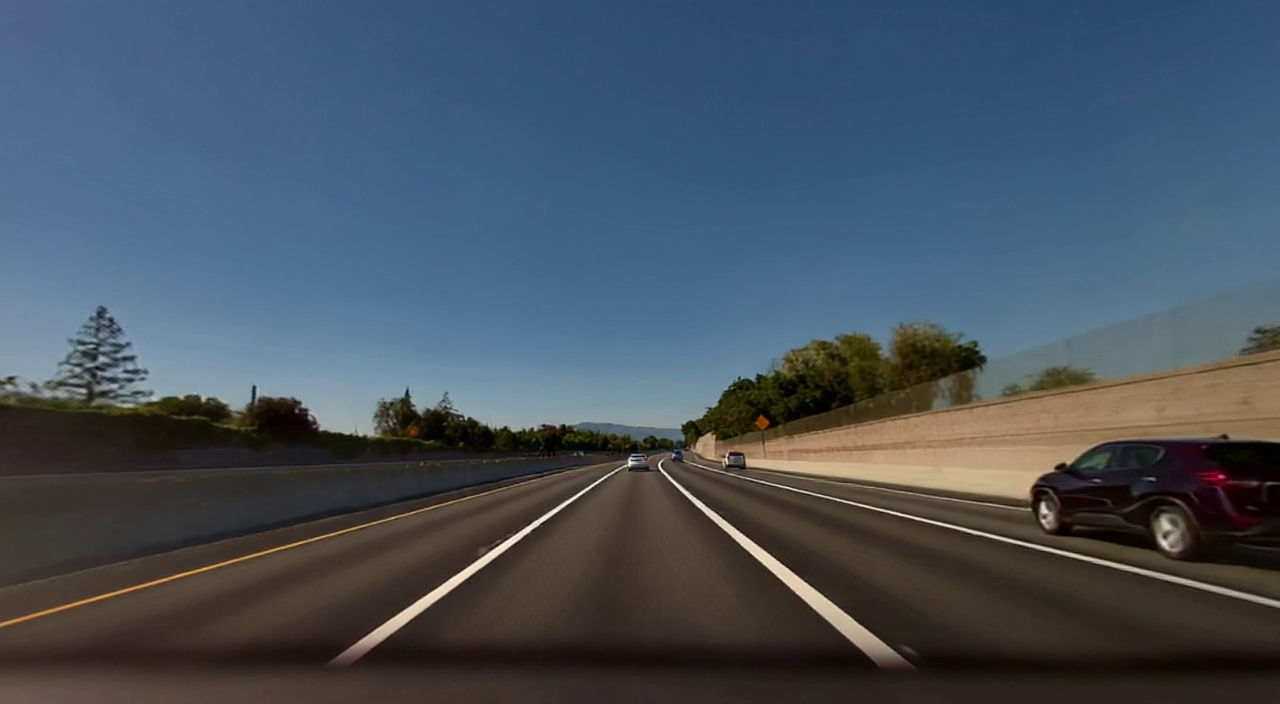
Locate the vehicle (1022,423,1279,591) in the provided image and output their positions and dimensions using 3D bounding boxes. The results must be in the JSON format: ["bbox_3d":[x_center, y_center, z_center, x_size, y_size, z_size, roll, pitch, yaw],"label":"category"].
[{"bbox_3d":[6.895,1.649,7.236,2.008,1.533,4.592,0,-9,-1],"label":"vehicle"}]

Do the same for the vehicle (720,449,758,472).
[{"bbox_3d":[6.786,7.435,43.276,1.941,1.485,3.701,0,-9,-1],"label":"vehicle"}]

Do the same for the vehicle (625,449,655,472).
[{"bbox_3d":[-0.014,7.783,45.091,2.025,1.526,4.181,0,-9,0],"label":"vehicle"}]
